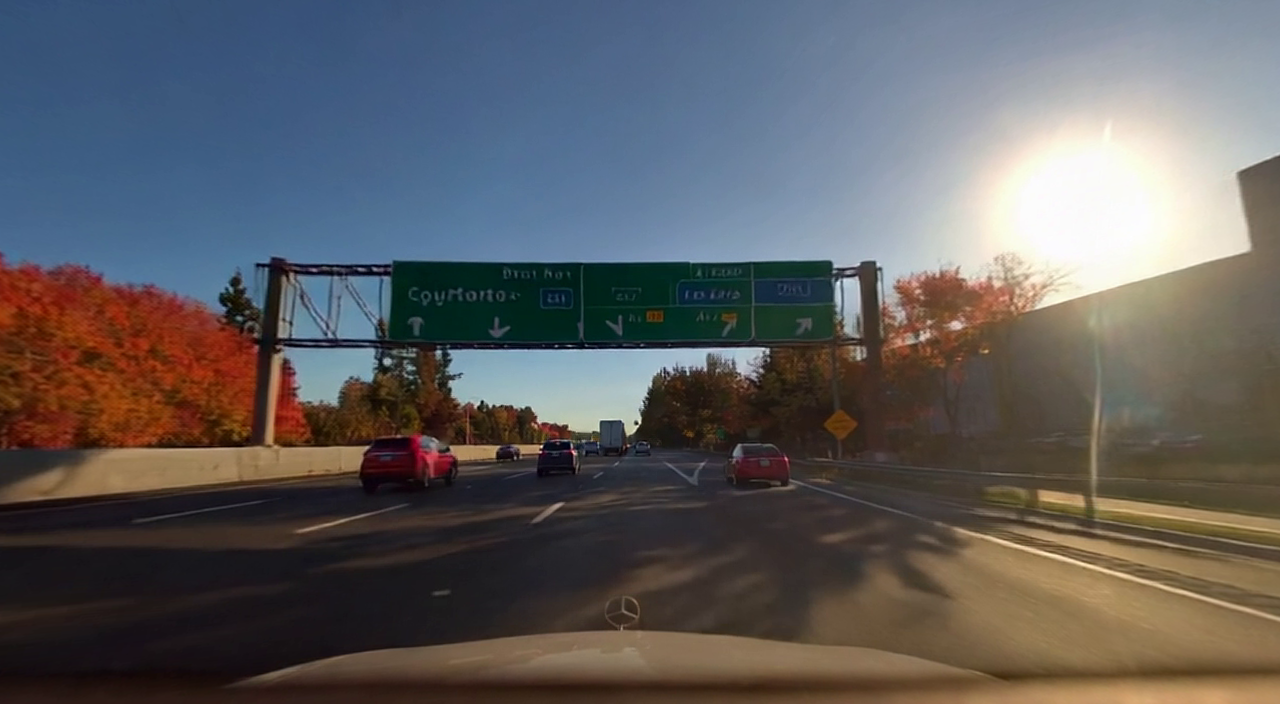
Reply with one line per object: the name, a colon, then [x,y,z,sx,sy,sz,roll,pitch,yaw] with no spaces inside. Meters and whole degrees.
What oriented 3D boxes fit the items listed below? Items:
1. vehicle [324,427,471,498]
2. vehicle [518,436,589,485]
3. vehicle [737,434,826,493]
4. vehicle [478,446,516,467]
vehicle: [-7.155,3.337,19.369,2.314,1.842,5.279,0,-9,1]
vehicle: [-3.317,4.250,25.004,2.111,1.742,4.315,0,-9,1]
vehicle: [4.633,3.698,21.303,2.101,1.742,4.495,0,-9,2]
vehicle: [-10.994,8.016,48.636,1.919,1.509,4.265,0,-9,0]
